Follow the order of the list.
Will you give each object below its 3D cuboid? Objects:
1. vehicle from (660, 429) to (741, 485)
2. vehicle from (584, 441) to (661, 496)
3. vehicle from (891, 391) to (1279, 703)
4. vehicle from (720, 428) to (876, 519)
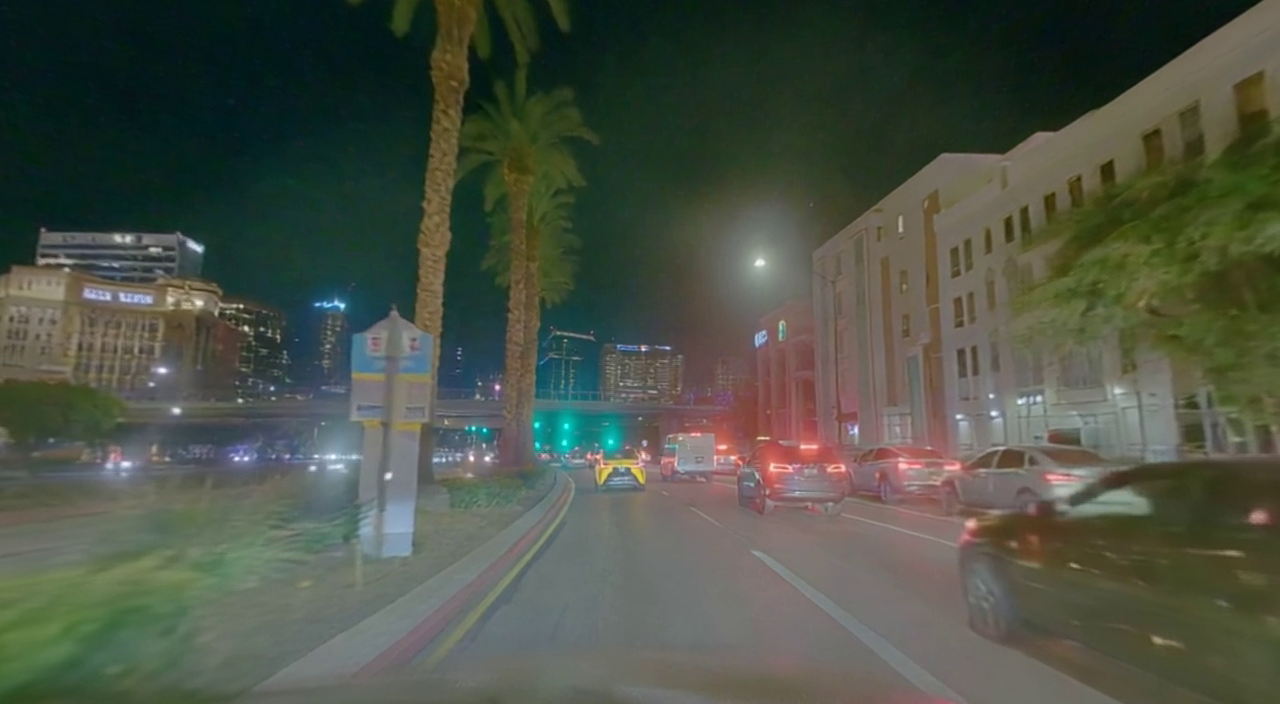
[{"bbox_3d":[2.476,4.535,27.630,2.434,2.171,5.098,1,-9,-7],"label":"vehicle"},{"bbox_3d":[-0.734,3.877,21.516,2.332,1.625,4.933,0,-9,-5],"label":"vehicle"},{"bbox_3d":[3.318,1.014,2.948,2.238,1.522,4.627,0,-9,-2],"label":"vehicle"},{"bbox_3d":[3.280,2.628,14.163,2.151,1.695,4.258,0,-9,-3],"label":"vehicle"}]
